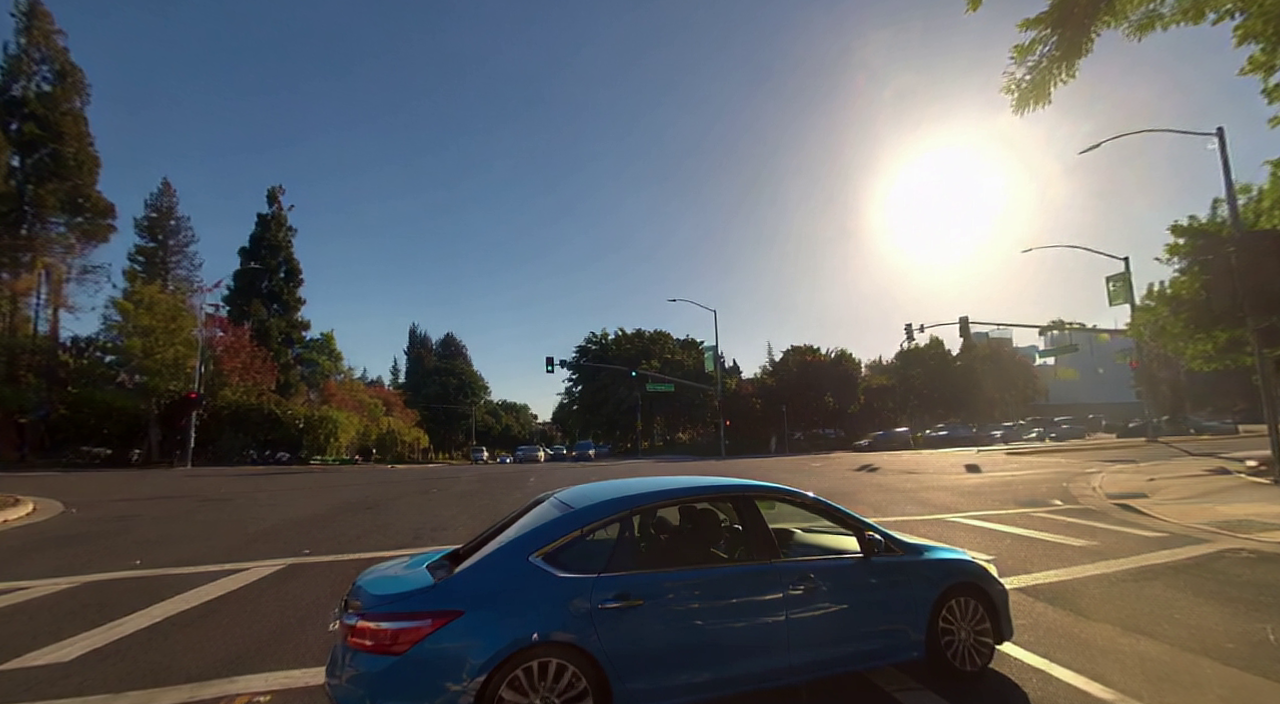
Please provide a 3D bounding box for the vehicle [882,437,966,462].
[{"bbox_3d":[18.712,6.432,41.622,5.234,1.549,1.982,4,-9,-24],"label":"vehicle"}]

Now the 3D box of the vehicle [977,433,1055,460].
[{"bbox_3d":[26.964,6.736,45.259,5.032,1.828,2.183,4,-9,-24],"label":"vehicle"}]

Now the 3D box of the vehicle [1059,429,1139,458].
[{"bbox_3d":[36.150,7.202,49.673,6.148,2.119,2.473,4,-10,-28],"label":"vehicle"}]
